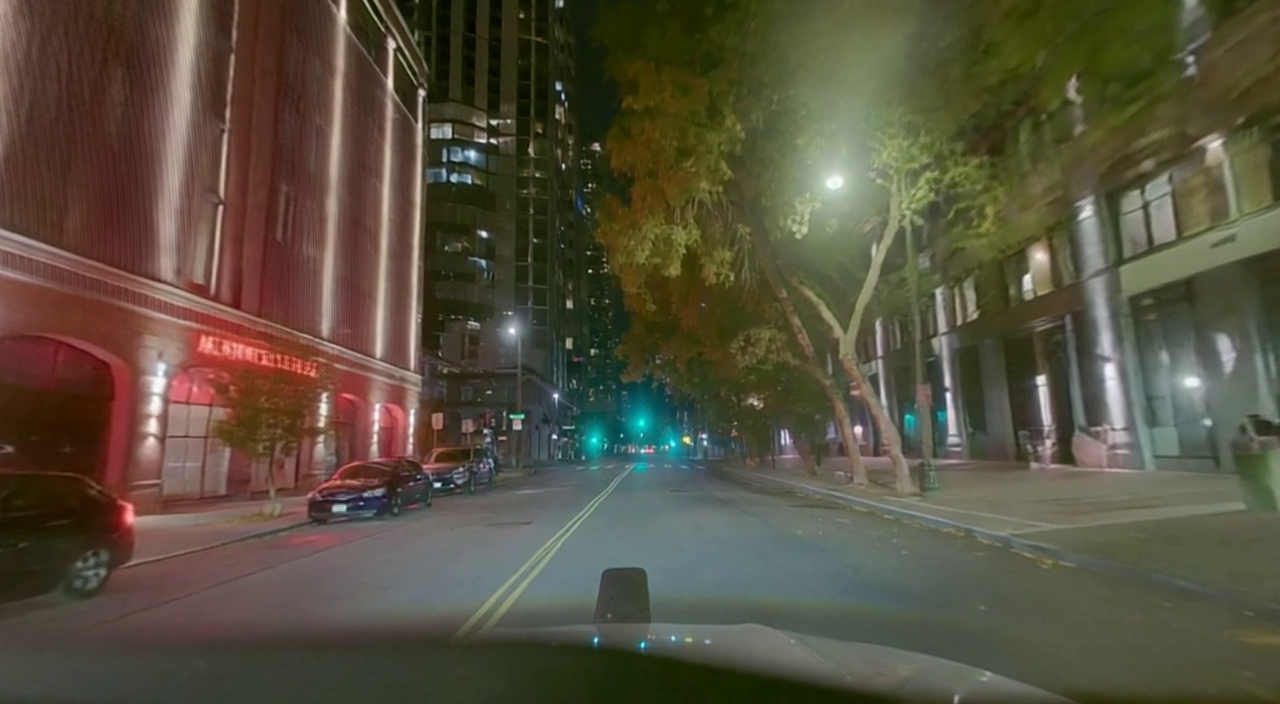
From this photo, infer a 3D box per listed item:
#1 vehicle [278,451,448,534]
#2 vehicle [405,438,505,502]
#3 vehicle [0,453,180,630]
[{"bbox_3d":[-6.682,3.391,15.939,2.270,1.539,4.855,-4,-8,-2],"label":"vehicle"},{"bbox_3d":[-6.546,4.177,22.896,2.273,1.871,4.920,-4,-8,-2],"label":"vehicle"},{"bbox_3d":[-6.681,1.743,5.474,2.110,1.498,4.555,-4,-8,-2],"label":"vehicle"}]
